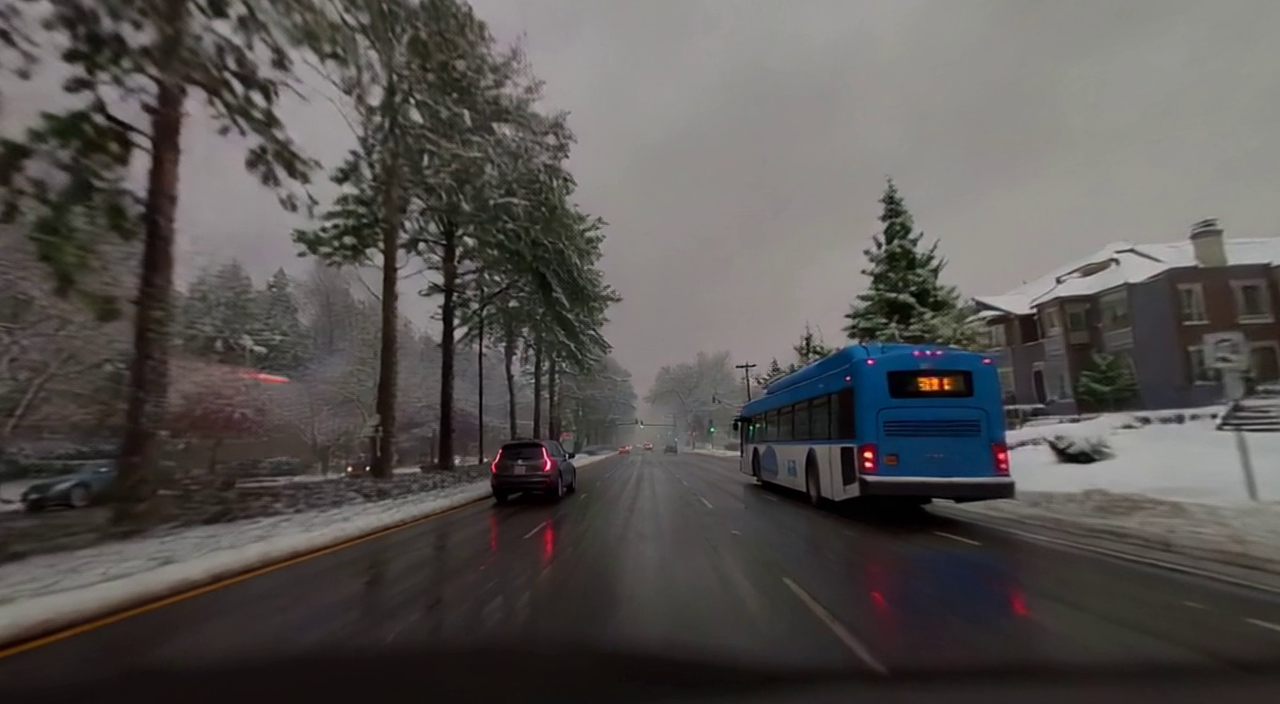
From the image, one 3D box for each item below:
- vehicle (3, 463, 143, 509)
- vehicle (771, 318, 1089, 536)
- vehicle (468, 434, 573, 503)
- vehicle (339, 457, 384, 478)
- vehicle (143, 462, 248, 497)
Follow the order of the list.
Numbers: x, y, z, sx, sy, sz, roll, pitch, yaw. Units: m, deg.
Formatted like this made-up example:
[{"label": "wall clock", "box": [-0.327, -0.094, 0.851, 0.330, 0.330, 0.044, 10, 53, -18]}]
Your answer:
[{"label": "vehicle", "box": [-22.161, 5.207, 24.763, 1.781, 1.553, 3.896, 0, -8, 2]}, {"label": "vehicle", "box": [5.671, 2.036, 15.902, 3.072, 3.278, 12.747, -1, -8, 5]}, {"label": "vehicle", "box": [-3.332, 3.329, 18.435, 2.111, 1.767, 4.333, 0, -8, 1]}, {"label": "vehicle", "box": [-22.059, 9.134, 49.858, 1.774, 1.485, 3.867, 0, -8, 1]}, {"label": "vehicle", "box": [-22.123, 6.341, 31.491, 1.797, 1.481, 4.750, 0, -8, 0]}]
